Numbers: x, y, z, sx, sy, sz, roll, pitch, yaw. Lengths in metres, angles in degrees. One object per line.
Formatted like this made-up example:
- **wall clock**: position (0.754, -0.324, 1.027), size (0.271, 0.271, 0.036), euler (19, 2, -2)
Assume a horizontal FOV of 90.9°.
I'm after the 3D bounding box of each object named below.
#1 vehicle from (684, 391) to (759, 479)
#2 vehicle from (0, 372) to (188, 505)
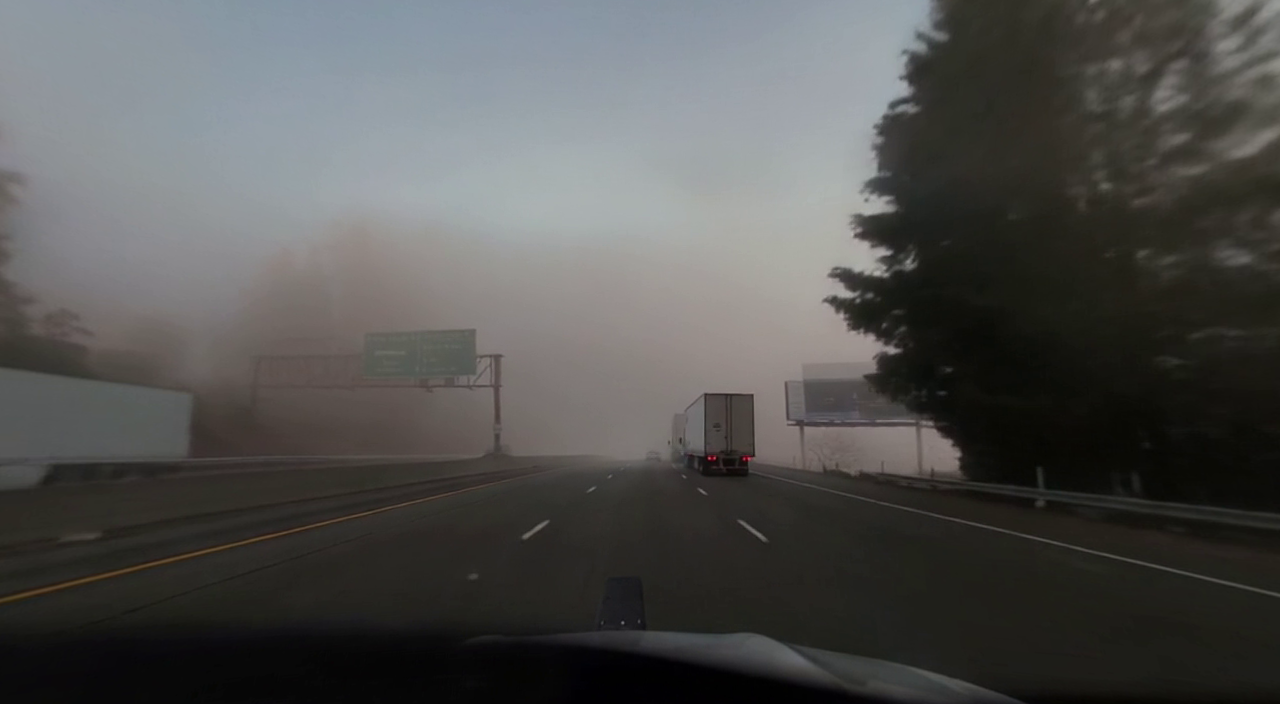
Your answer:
- **vehicle**: position (4.476, 5.044, 37.797), size (2.826, 4.269, 14.176), euler (0, -8, 1)
- **vehicle**: position (-18.901, 2.596, 18.707), size (3.346, 3.543, 9.948), euler (0, -9, 1)
